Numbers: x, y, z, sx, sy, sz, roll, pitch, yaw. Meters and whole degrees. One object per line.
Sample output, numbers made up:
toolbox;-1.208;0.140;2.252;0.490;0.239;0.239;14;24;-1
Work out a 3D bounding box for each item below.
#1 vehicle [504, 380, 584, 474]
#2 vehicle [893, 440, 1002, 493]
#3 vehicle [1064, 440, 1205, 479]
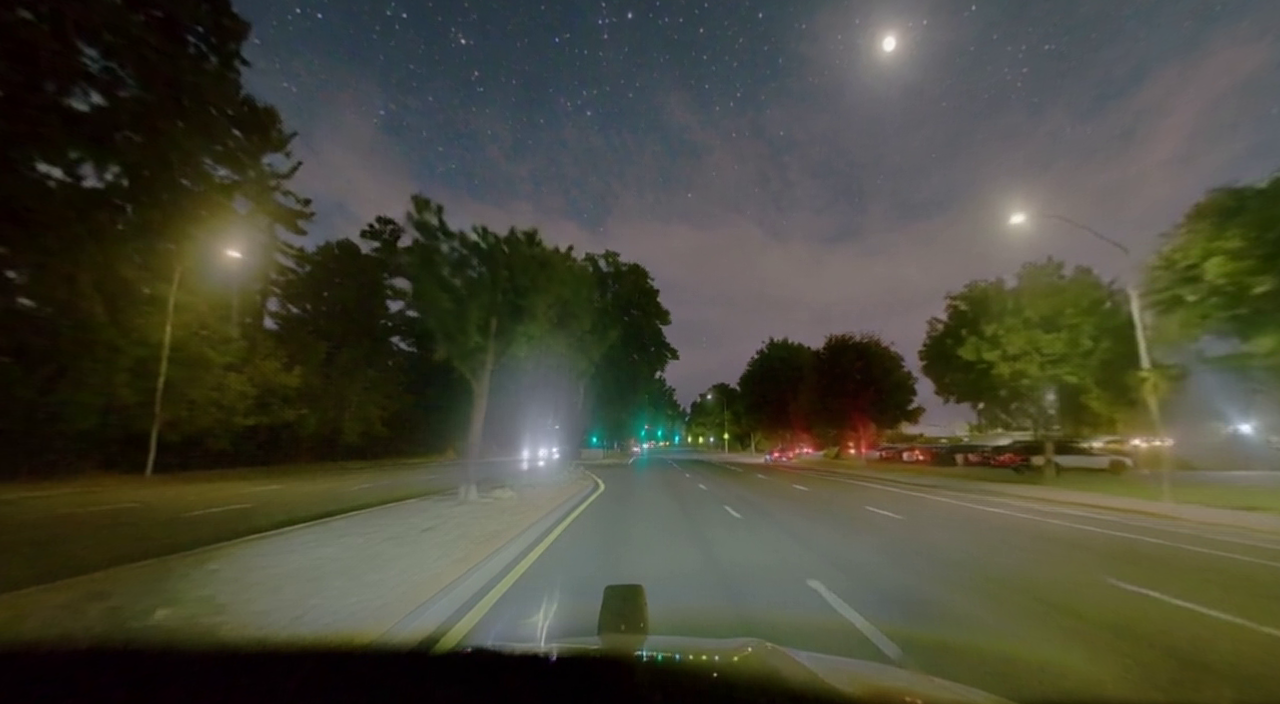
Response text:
vehicle;-4.008;3.268;27.263;3.008;3.786;3.422;0;-8;-2
vehicle;11.324;4.204;23.612;1.976;1.780;4.352;0;-8;1
vehicle;22.421;4.858;28.749;4.570;1.521;2.029;1;-8;7
